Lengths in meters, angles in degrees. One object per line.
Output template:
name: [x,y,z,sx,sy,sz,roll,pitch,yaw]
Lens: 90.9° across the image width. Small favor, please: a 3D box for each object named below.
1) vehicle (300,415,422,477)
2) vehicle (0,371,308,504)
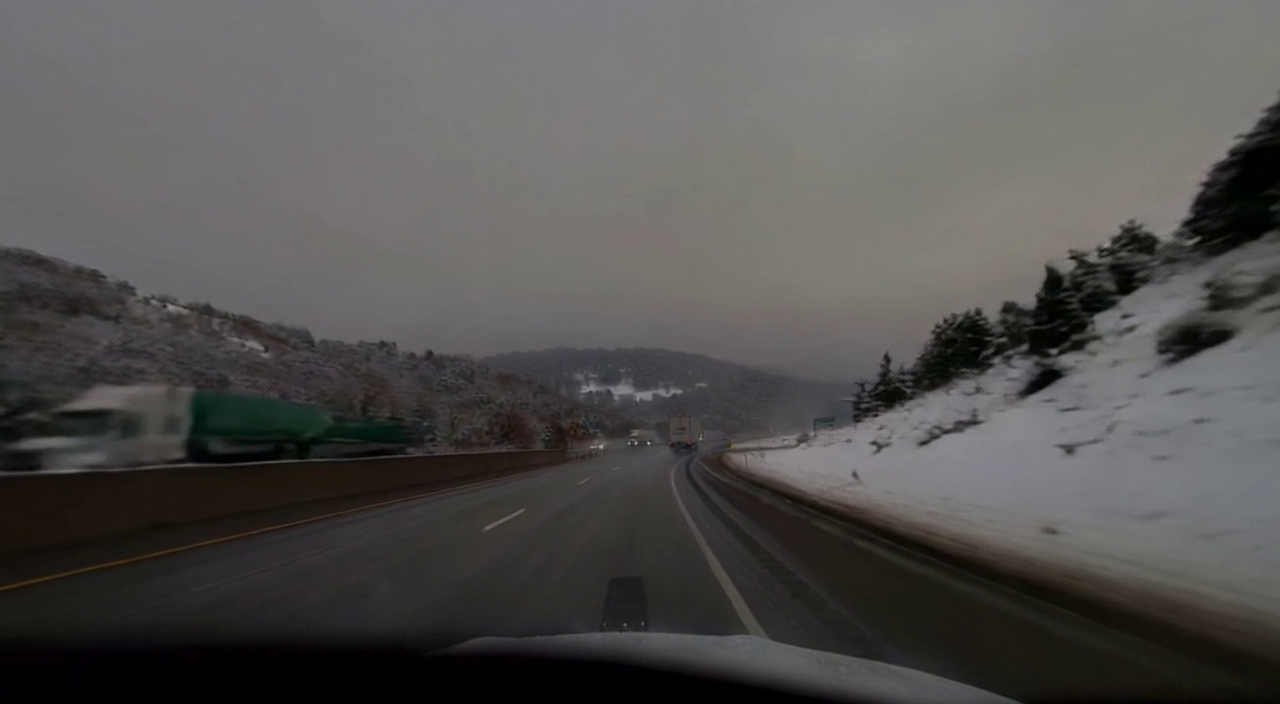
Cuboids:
vehicle: [-14.387,5.002,33.414,2.777,2.828,8.062,0,-9,0]
vehicle: [-14.386,2.789,19.922,2.932,3.214,9.129,0,-9,-1]
